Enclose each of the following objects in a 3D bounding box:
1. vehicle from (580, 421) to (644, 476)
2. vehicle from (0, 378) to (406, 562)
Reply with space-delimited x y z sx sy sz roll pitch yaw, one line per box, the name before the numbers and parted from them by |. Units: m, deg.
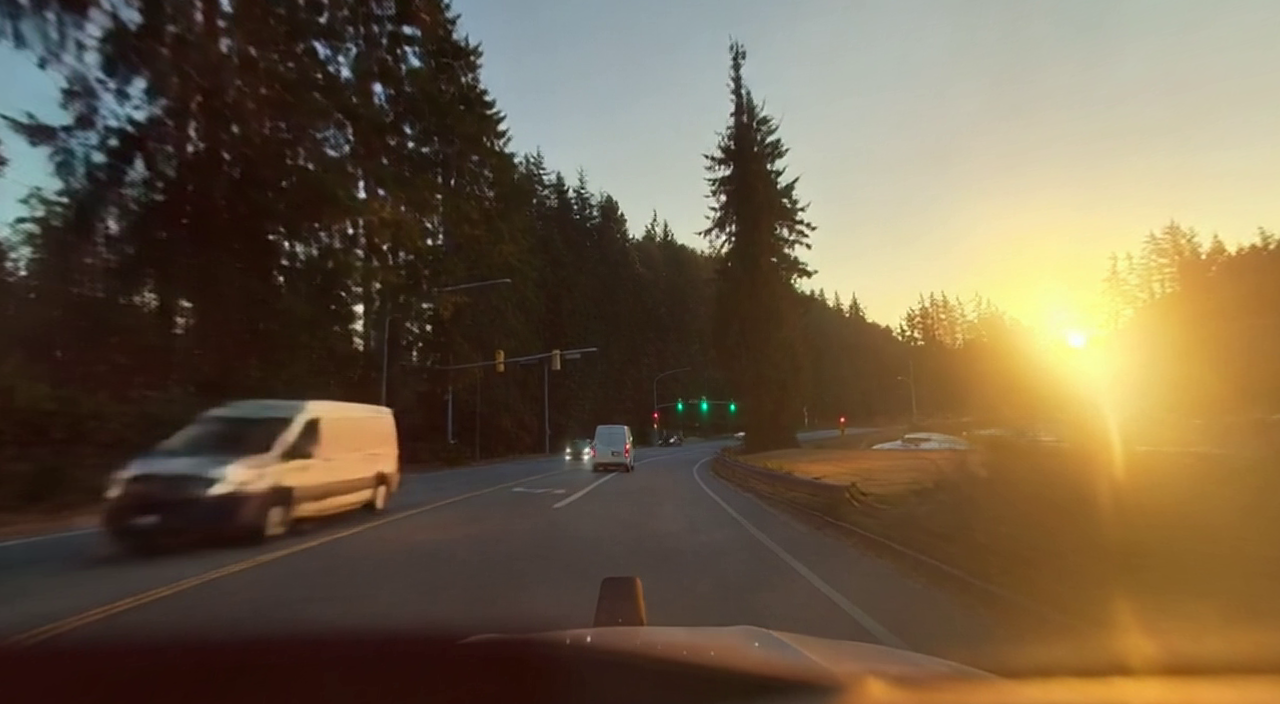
vehicle | -1.088 4.258 27.864 2.362 2.185 5.212 0 -8 3
vehicle | -5.964 1.700 9.782 2.295 1.981 5.836 0 -8 1
